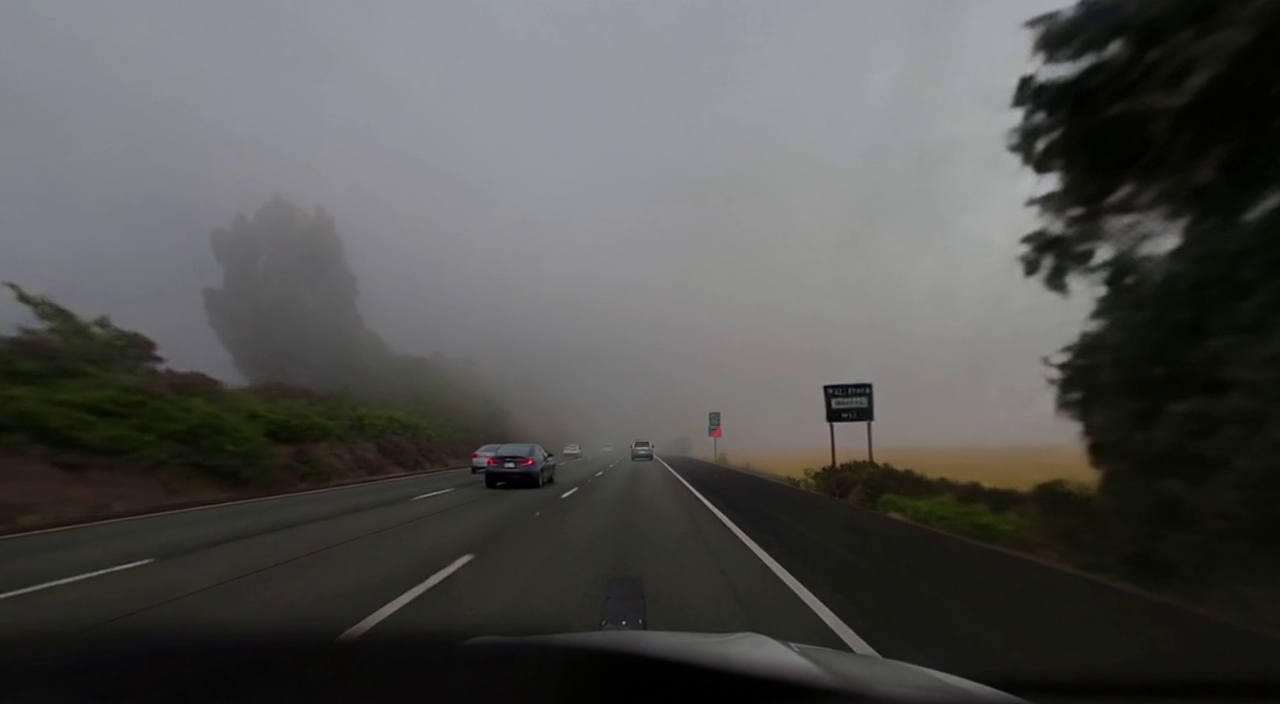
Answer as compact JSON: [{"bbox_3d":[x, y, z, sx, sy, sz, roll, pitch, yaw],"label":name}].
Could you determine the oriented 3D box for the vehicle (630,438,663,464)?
[{"bbox_3d":[0.418,6.999,44.695,2.259,1.697,4.106,0,-8,-1],"label":"vehicle"}]

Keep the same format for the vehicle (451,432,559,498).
[{"bbox_3d":[-3.654,3.153,18.006,2.028,1.634,4.441,0,-8,1],"label":"vehicle"}]

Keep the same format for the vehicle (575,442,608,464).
[{"bbox_3d":[-3.505,7.347,46.151,2.066,1.497,4.253,0,-8,0],"label":"vehicle"}]
